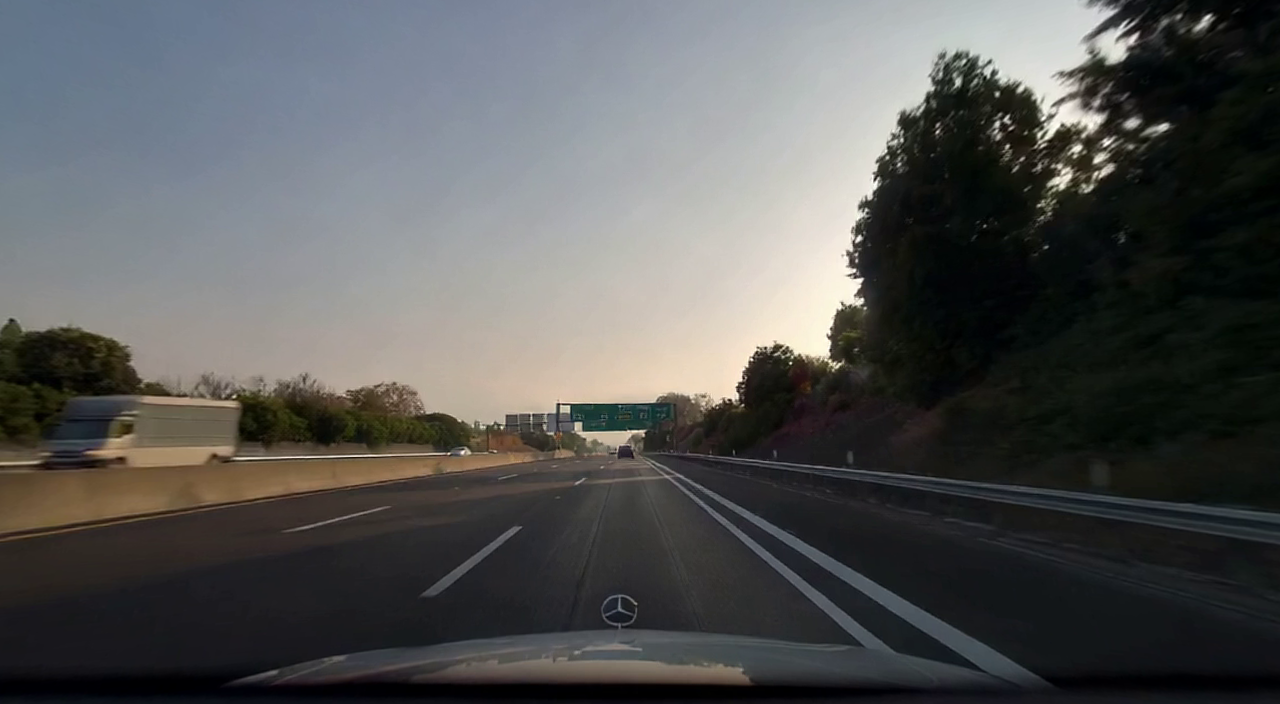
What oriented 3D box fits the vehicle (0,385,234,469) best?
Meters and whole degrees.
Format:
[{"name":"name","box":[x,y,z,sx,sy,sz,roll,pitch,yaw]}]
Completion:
[{"name":"vehicle","box":[-21.089,3.210,25.740,3.509,2.913,7.863,0,-9,0]}]
